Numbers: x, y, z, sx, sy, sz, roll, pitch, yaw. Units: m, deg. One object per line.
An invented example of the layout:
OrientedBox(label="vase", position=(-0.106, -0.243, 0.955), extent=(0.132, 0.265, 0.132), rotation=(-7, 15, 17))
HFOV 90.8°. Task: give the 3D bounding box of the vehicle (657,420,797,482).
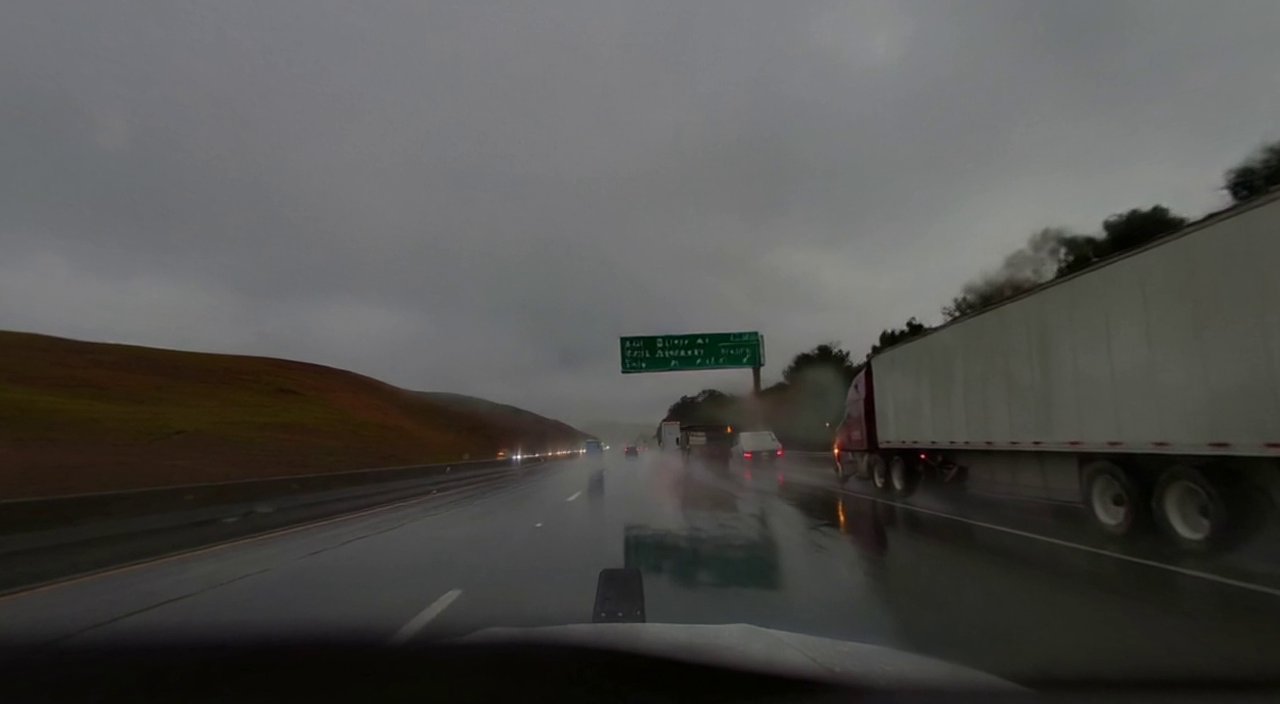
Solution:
OrientedBox(label="vehicle", position=(3.272, 3.869, 24.792), extent=(5.075, 2.277, 2.365), rotation=(0, -9, -2))

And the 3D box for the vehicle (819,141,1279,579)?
OrientedBox(label="vehicle", position=(7.667, 1.194, 13.422), extent=(2.935, 4.187, 16.357), rotation=(0, -9, 0))
